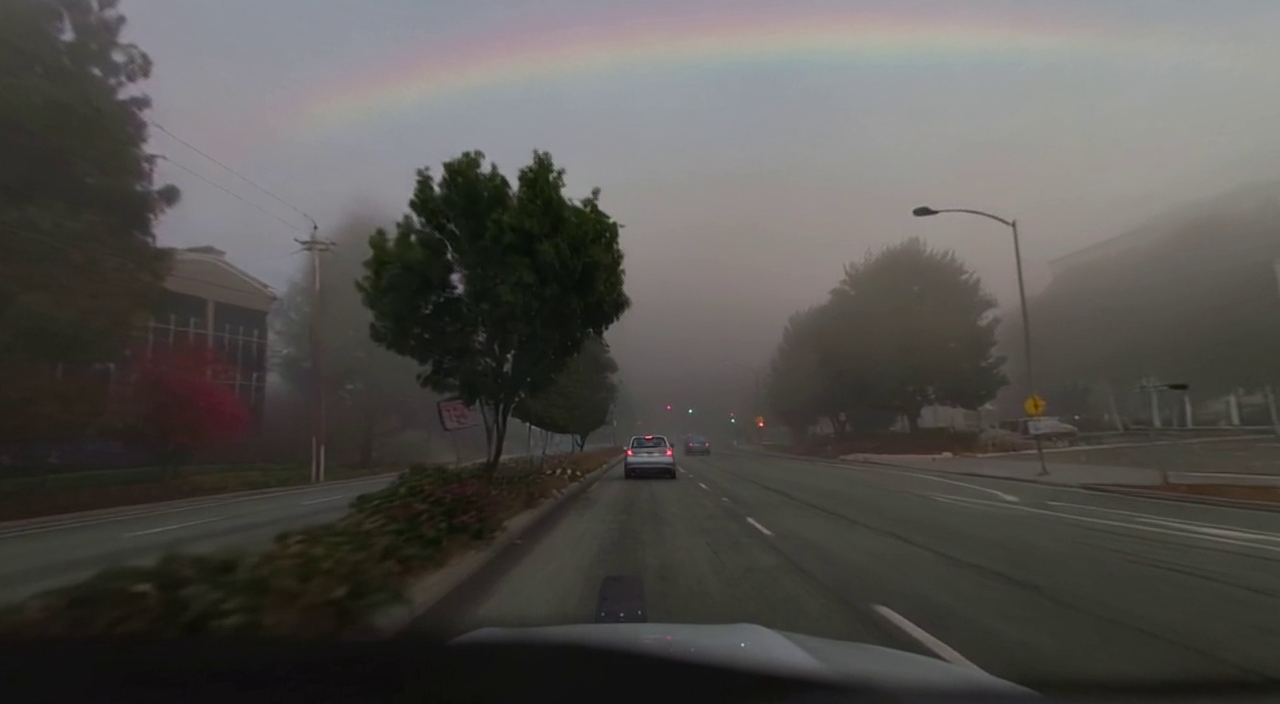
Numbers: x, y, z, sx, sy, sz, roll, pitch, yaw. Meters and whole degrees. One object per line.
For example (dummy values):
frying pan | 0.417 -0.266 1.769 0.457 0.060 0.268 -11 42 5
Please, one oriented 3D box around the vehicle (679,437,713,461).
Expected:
vehicle | 3.993 7.000 45.601 1.987 1.613 4.081 0 -9 -2

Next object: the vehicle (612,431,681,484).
vehicle | 0.174 3.623 21.948 2.181 1.639 4.127 0 -9 -1

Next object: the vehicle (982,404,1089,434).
vehicle | 22.567 3.861 36.155 4.738 1.593 2.123 0 -8 -6
